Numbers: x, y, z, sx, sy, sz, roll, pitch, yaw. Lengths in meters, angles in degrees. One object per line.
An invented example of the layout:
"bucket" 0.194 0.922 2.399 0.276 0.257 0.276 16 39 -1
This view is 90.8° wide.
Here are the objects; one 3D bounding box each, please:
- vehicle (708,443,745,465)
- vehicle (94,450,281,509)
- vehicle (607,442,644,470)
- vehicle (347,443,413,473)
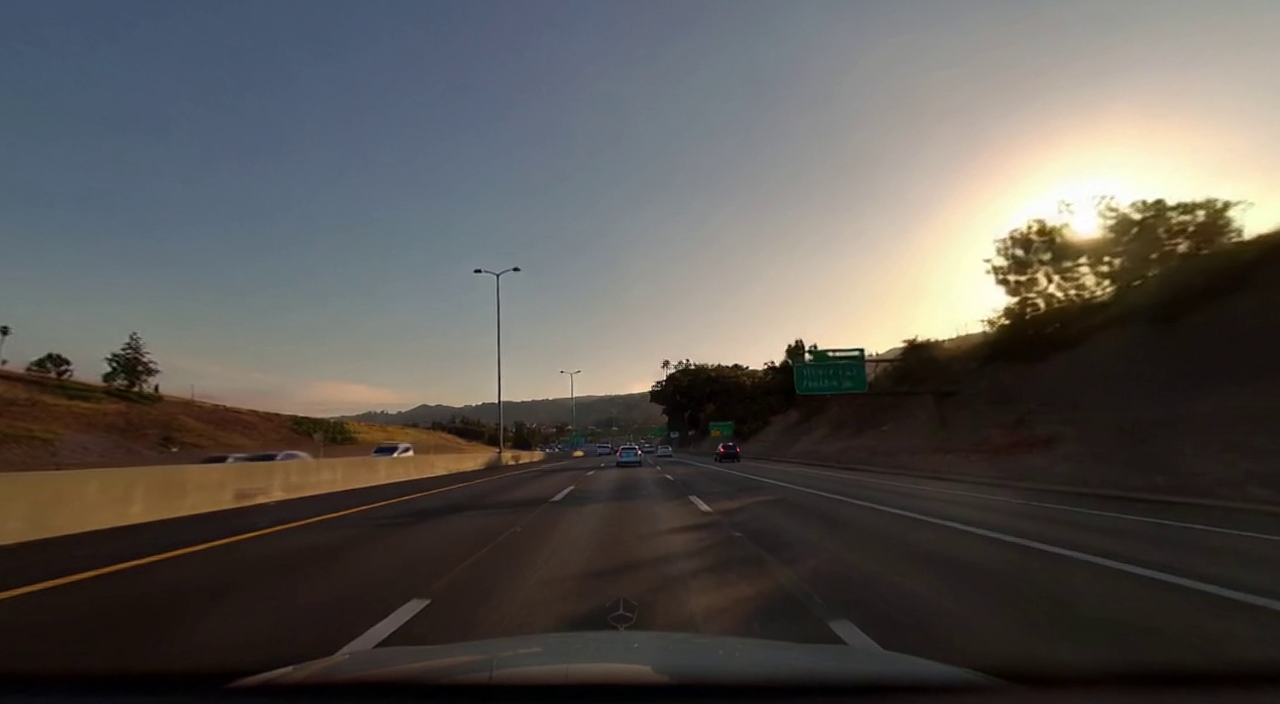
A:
"vehicle" 6.326 7.483 46.564 1.935 1.478 4.433 0 -9 -3
"vehicle" -13.206 3.720 18.930 2.147 1.491 4.725 0 -8 -1
"vehicle" -0.833 5.970 36.445 1.985 1.457 4.227 0 -8 -2
"vehicle" -17.463 7.127 42.785 2.187 1.925 5.431 0 -9 -1
